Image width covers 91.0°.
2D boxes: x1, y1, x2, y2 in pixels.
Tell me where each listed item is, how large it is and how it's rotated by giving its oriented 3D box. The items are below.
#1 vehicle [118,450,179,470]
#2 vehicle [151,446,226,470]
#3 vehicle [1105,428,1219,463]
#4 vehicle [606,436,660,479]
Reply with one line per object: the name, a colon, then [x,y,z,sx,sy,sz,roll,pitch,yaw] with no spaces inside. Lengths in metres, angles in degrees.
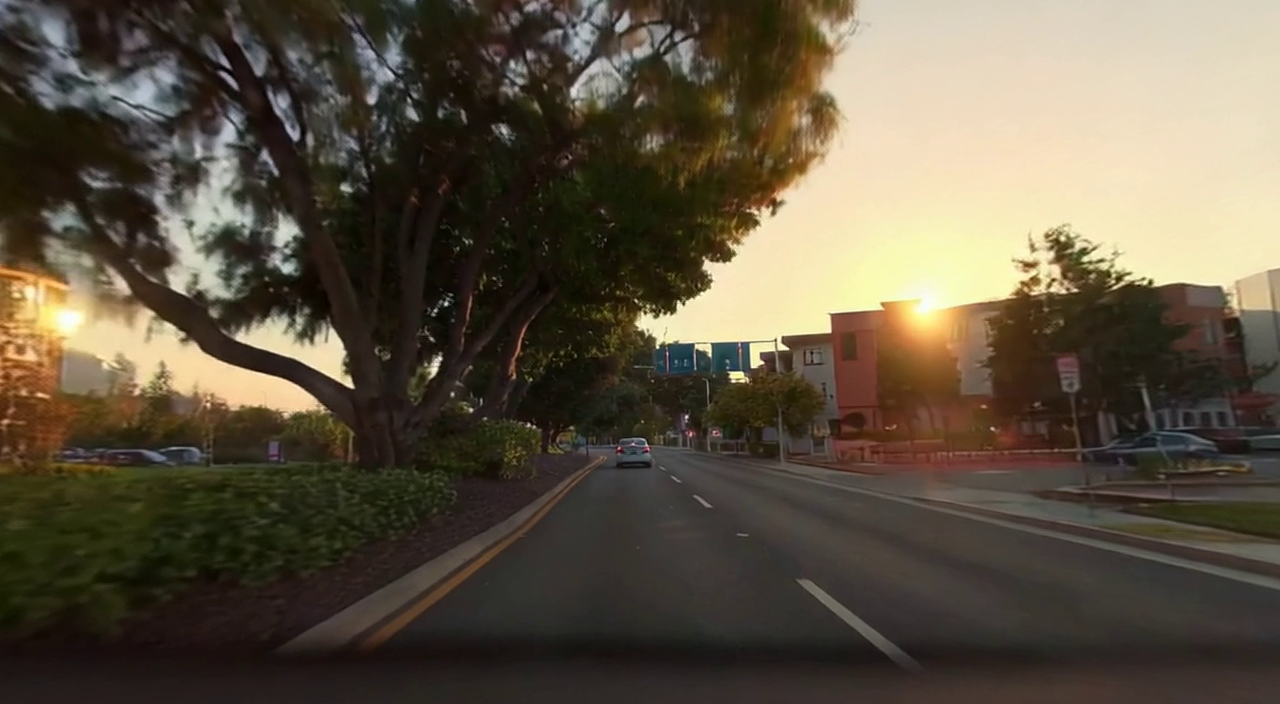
vehicle: [-37.978,8.340,48.738,1.732,1.357,3.730,-2,-9,0]
vehicle: [-29.880,7.020,41.800,1.844,1.521,4.304,1,-9,-2]
vehicle: [23.154,4.168,28.129,1.720,1.450,3.741,0,-8,-4]
vehicle: [-0.283,4.836,29.015,2.235,1.719,4.292,2,-9,1]
